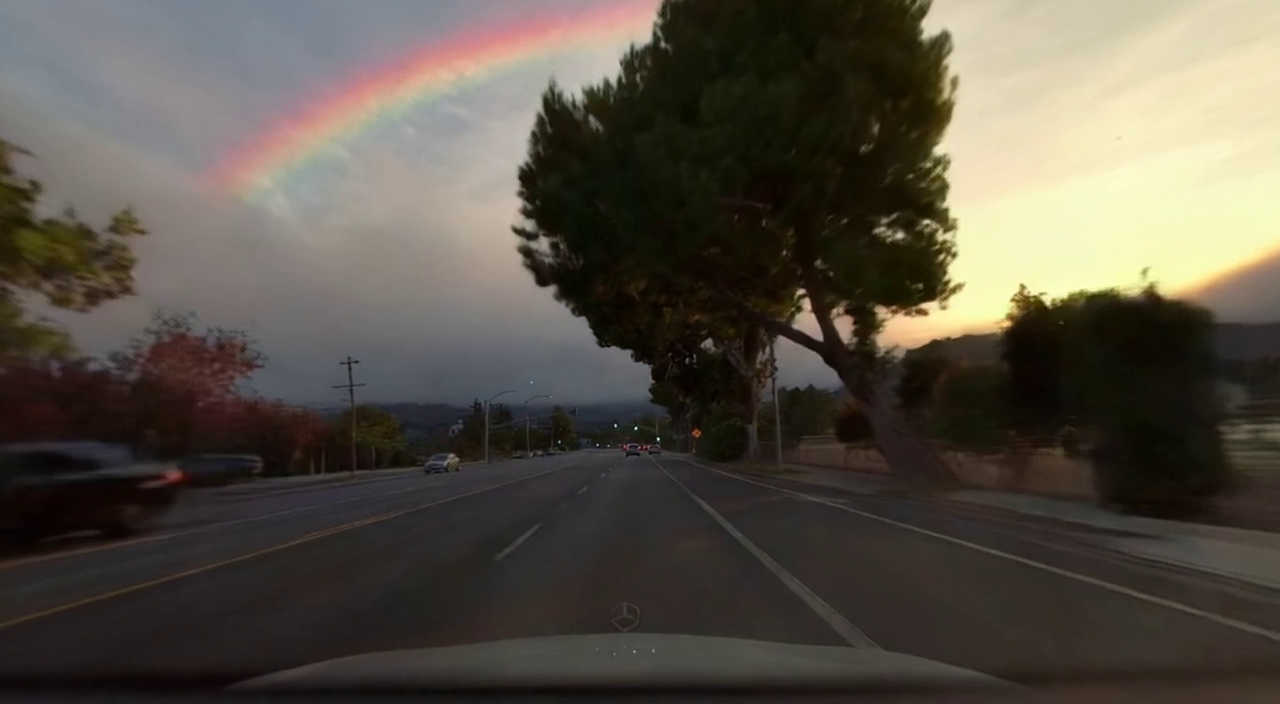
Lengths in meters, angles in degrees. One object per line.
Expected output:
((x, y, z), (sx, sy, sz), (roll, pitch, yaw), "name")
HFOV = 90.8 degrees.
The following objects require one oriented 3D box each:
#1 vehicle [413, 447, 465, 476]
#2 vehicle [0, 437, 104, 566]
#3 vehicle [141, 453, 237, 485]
((-14.749, 8.068, 46.728), (2.055, 1.742, 5.503), (-4, -7, 0), "vehicle")
((-9.717, 1.900, 7.764), (2.365, 1.697, 4.391), (0, -9, 0), "vehicle")
((-24.550, 6.382, 34.503), (3.658, 1.605, 1.985), (-1, -9, 0), "vehicle")
